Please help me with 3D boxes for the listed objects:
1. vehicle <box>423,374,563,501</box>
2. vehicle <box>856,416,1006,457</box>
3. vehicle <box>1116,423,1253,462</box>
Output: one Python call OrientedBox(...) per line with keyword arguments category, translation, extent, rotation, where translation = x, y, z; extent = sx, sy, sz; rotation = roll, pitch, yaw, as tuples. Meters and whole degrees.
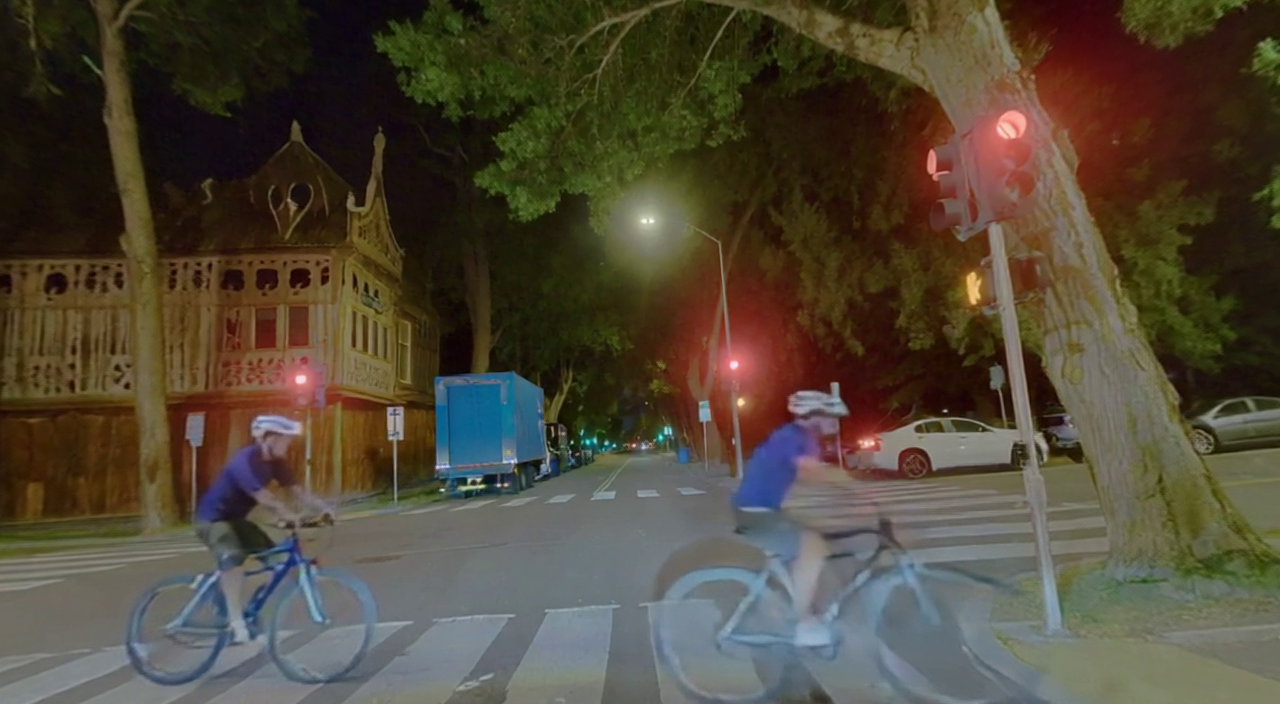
OrientedBox(category="vehicle", translation=(-5.799, 3.720, 27.160), extent=(3.113, 4.041, 10.284), rotation=(-8, -8, 0))
OrientedBox(category="vehicle", translation=(10.686, 3.143, 23.427), extent=(4.643, 1.456, 1.820), rotation=(-1, -8, 5))
OrientedBox(category="vehicle", translation=(24.938, 4.159, 29.023), extent=(4.268, 1.695, 2.053), rotation=(0, -8, 3))
